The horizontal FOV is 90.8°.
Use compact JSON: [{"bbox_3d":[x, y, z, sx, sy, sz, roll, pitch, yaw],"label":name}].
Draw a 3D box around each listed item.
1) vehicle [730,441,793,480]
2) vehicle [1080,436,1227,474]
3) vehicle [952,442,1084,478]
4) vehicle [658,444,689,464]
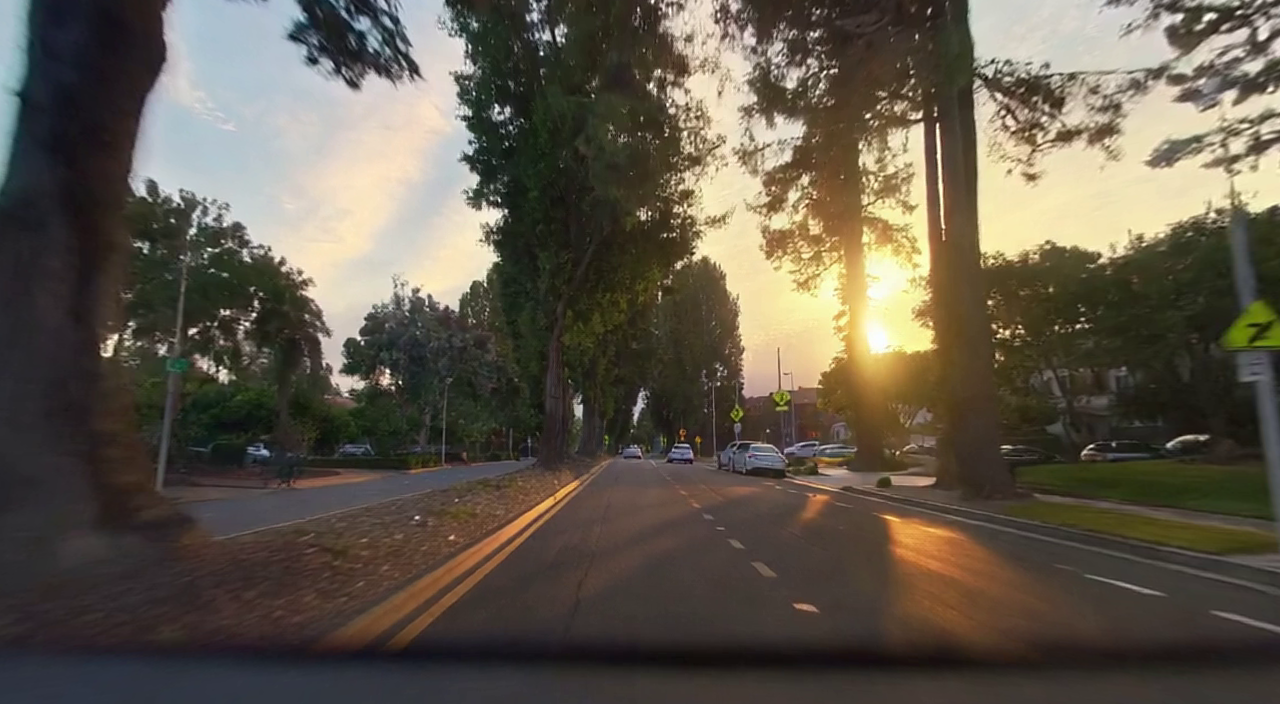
[{"bbox_3d":[6.207,5.600,32.871,2.040,1.710,5.200,4,-9,-1],"label":"vehicle"},{"bbox_3d":[21.303,4.297,26.366,4.400,1.522,1.831,-1,-8,3],"label":"vehicle"},{"bbox_3d":[15.804,4.532,26.595,4.331,1.413,1.892,0,-9,-1],"label":"vehicle"},{"bbox_3d":[2.585,7.971,49.536,2.142,1.501,4.273,0,-8,-1],"label":"vehicle"}]
